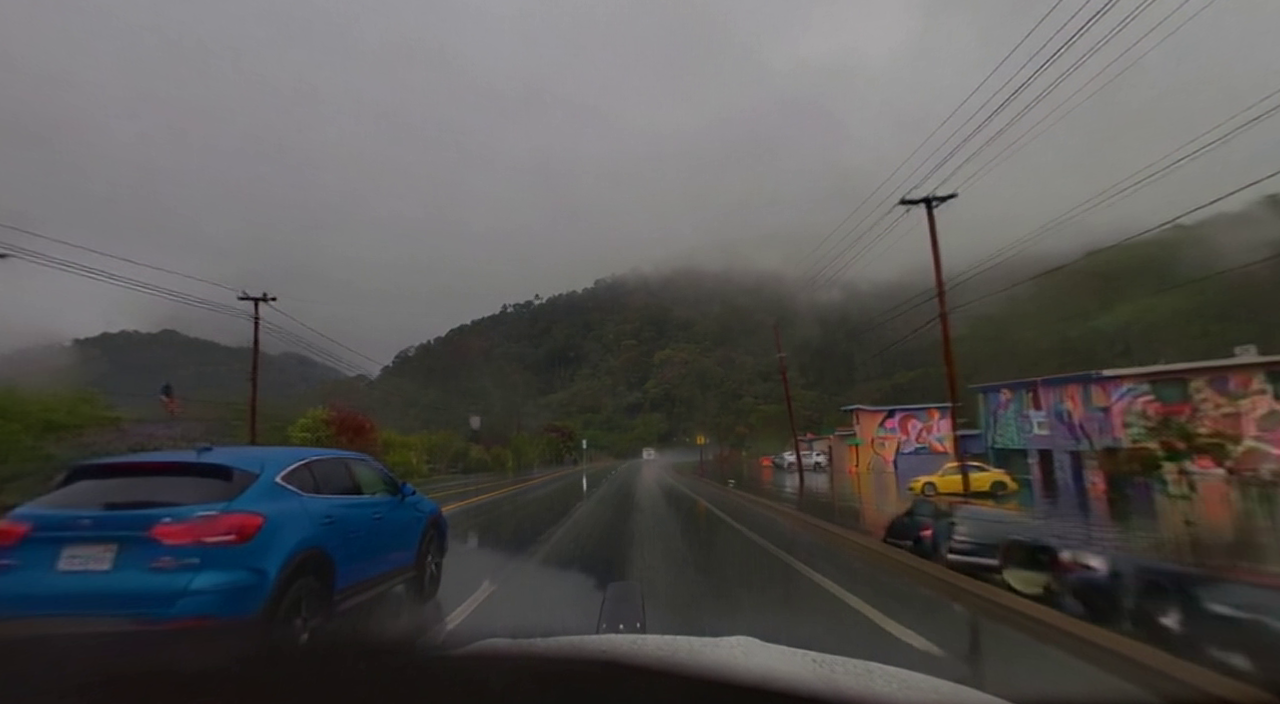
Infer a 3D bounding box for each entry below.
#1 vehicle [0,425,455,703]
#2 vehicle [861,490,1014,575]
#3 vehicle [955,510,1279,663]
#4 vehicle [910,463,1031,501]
[{"bbox_3d":[-3.031,1.382,4.826,1.972,1.496,4.150,0,-9,0],"label":"vehicle"},{"bbox_3d":[7.282,4.438,15.992,1.976,1.563,3.852,0,-9,0],"label":"vehicle"},{"bbox_3d":[7.127,3.512,10.216,1.791,1.445,4.412,0,-9,0],"label":"vehicle"},{"bbox_3d":[16.829,6.635,32.389,4.995,1.794,2.020,-1,-9,4],"label":"vehicle"}]
